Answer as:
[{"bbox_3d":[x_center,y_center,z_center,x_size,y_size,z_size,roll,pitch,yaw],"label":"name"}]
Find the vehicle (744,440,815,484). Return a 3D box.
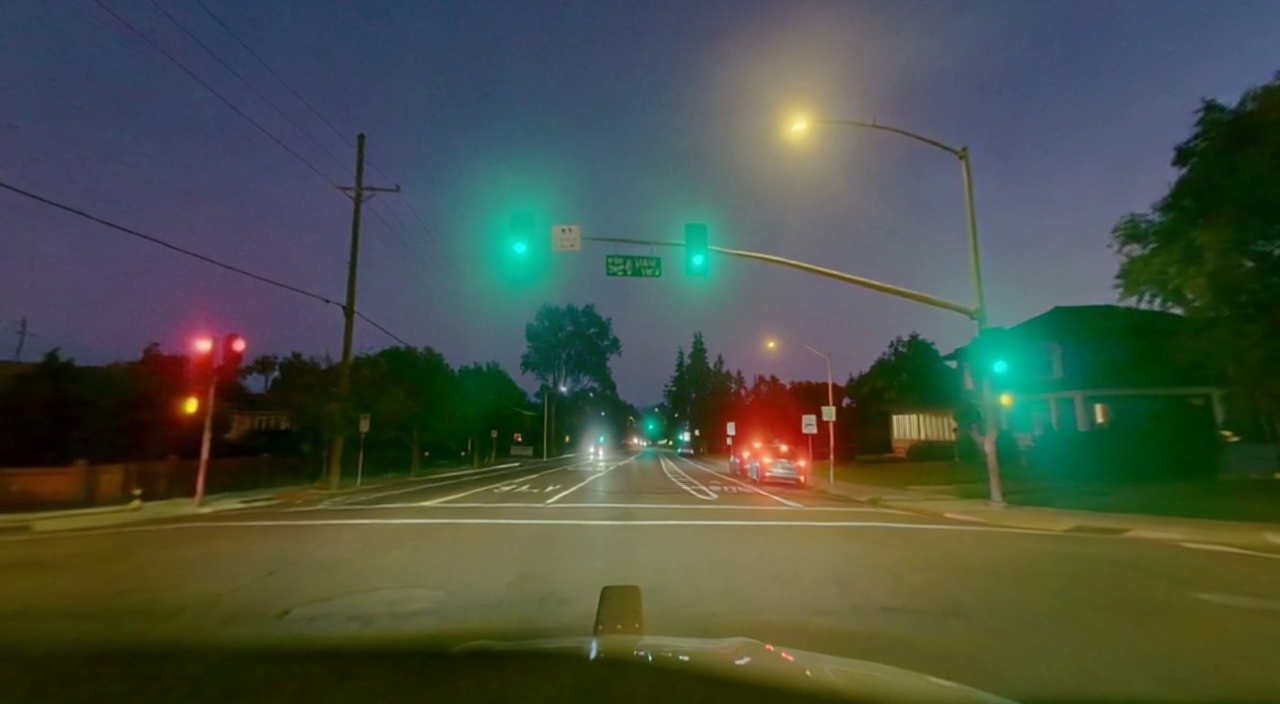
[{"bbox_3d":[5.502,4.383,25.513,1.891,1.611,4.269,0,-8,0],"label":"vehicle"}]
